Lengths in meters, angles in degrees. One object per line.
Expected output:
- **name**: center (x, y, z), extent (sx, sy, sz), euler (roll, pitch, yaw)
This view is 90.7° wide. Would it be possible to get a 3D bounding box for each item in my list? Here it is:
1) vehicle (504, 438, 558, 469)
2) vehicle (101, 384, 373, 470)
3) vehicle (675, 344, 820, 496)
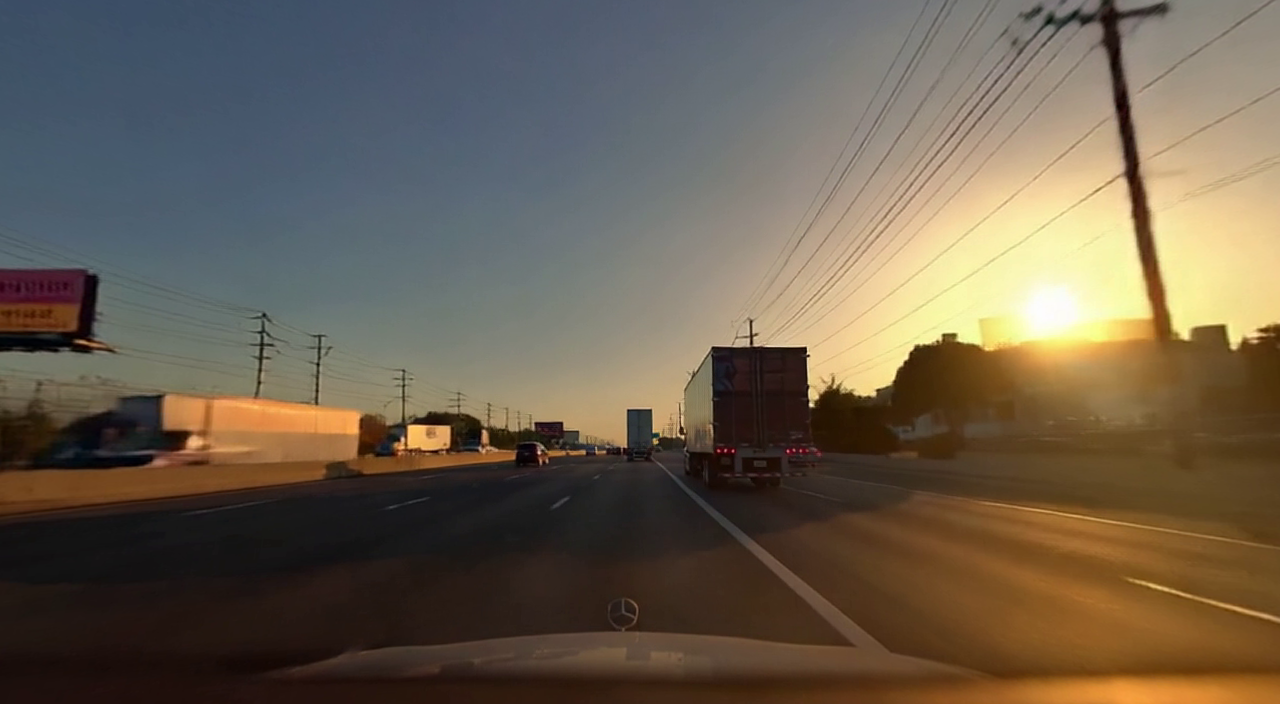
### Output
- **vehicle**: center (-7.195, 6.810, 42.471), extent (2.425, 1.917, 5.647), euler (0, -9, 2)
- **vehicle**: center (-20.979, 4.675, 36.090), extent (2.894, 3.626, 18.648), euler (0, -9, 2)
- **vehicle**: center (3.378, 3.078, 25.571), extent (2.892, 4.152, 16.575), euler (0, -9, 0)
